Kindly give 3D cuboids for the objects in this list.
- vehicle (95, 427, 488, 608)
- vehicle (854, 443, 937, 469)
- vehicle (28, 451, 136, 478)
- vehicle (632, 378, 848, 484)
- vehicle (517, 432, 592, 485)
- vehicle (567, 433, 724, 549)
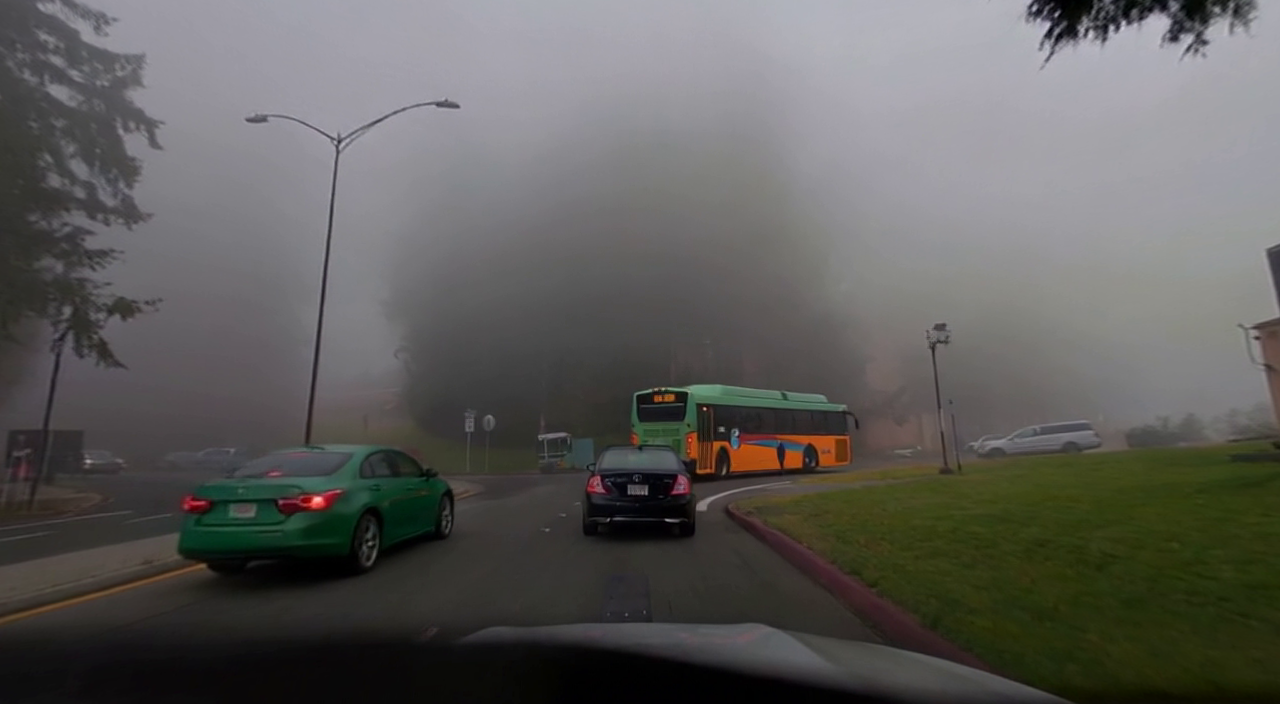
[{"bbox_3d":[-3.495,1.728,7.603,1.953,1.480,4.522,-1,-9,3],"label":"vehicle"},{"bbox_3d":[15.656,6.386,38.623,4.422,1.457,1.882,-6,-10,29],"label":"vehicle"},{"bbox_3d":[-32.123,6.450,36.447,4.473,1.442,1.743,7,-11,-39],"label":"vehicle"},{"bbox_3d":[4.265,3.156,24.383,2.948,3.303,9.977,-8,-12,44],"label":"vehicle"},{"bbox_3d":[-3.055,3.915,23.495,2.017,1.761,4.572,0,-9,2],"label":"vehicle"},{"bbox_3d":[0.101,2.087,10.121,2.020,1.478,3.922,0,-9,1],"label":"vehicle"}]
